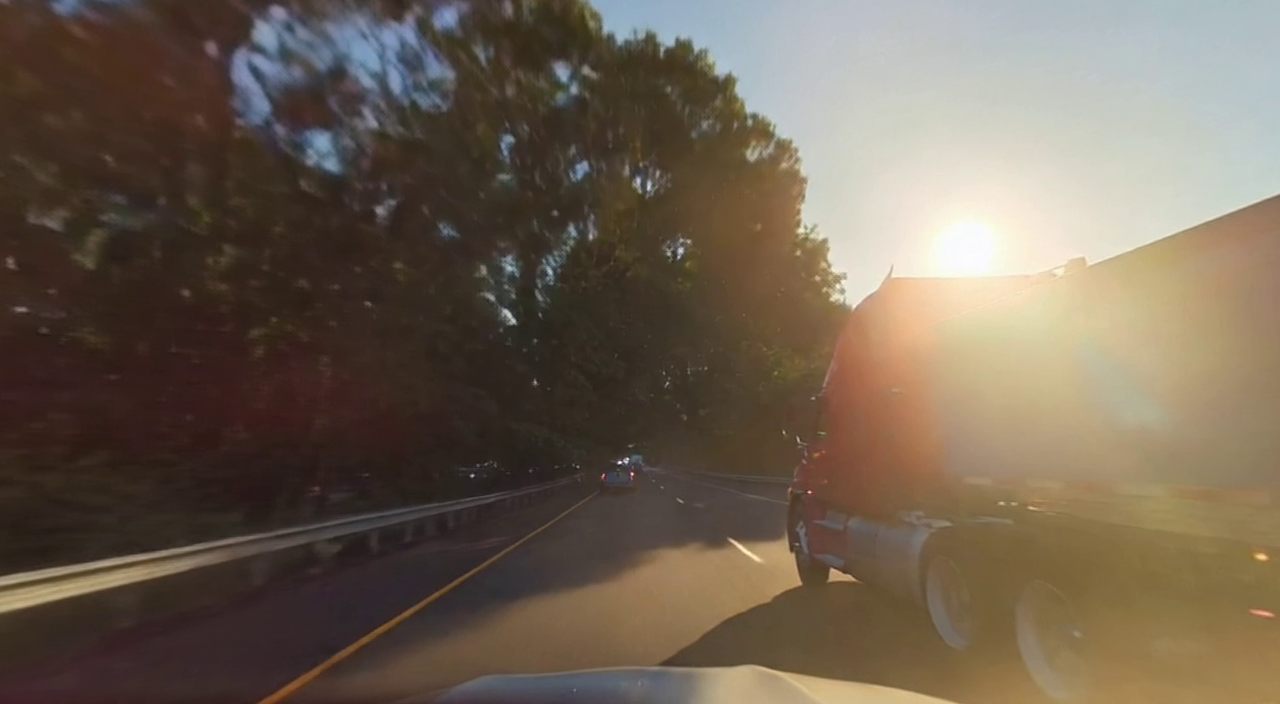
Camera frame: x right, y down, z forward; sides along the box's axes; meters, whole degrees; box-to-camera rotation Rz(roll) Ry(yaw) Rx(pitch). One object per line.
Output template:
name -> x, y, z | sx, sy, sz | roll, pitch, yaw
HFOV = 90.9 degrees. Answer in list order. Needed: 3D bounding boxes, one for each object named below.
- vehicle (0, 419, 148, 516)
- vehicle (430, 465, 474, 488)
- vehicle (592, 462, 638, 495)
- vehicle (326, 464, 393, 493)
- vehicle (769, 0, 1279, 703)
vehicle -> -20.974, 3.910, 21.363 | 2.805, 2.910, 7.007 | 1, -10, -1
vehicle -> -12.845, 8.534, 43.260 | 1.819, 1.472, 4.085 | 1, -10, -1
vehicle -> -1.133, 5.987, 29.932 | 2.032, 1.407, 3.641 | 1, -10, 0
vehicle -> -16.809, 7.608, 38.014 | 2.036, 1.583, 4.433 | 1, -10, -1
vehicle -> 3.605, 0.174, 5.194 | 3.019, 4.226, 9.221 | 1, -10, 0
